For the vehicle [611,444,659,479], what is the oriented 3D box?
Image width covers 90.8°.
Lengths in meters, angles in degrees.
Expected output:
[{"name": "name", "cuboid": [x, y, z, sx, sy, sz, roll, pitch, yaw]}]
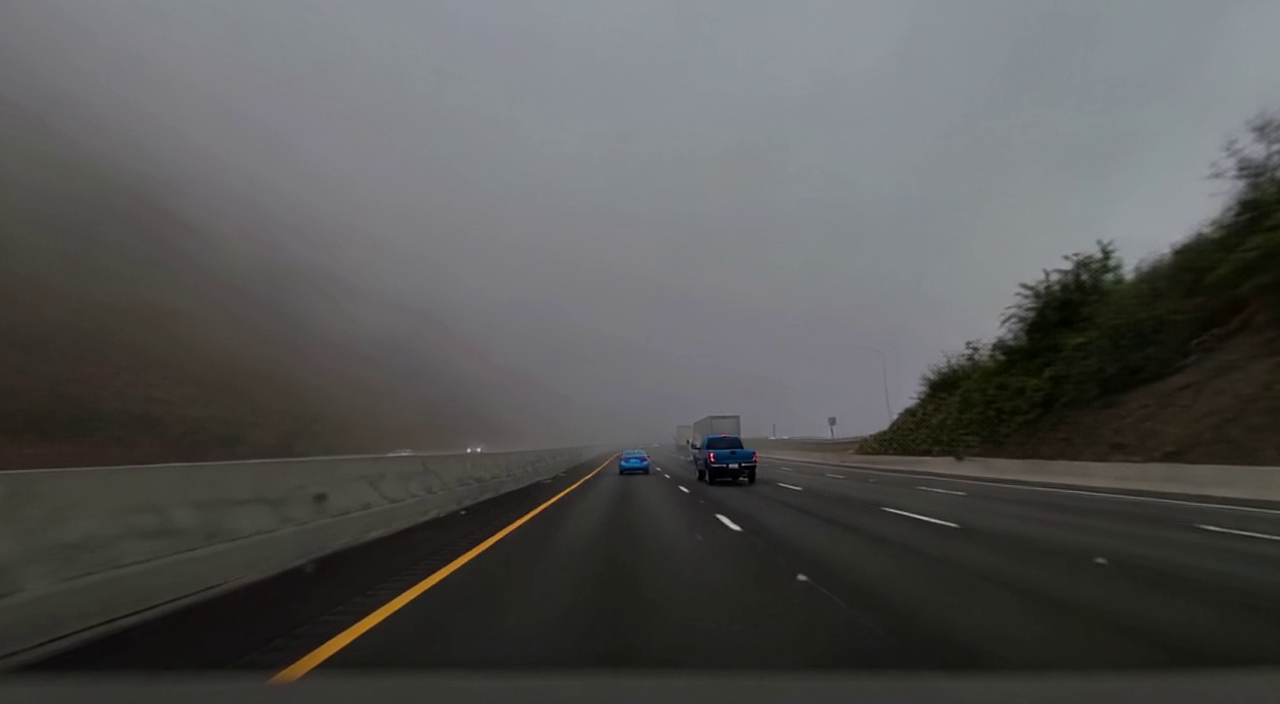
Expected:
[{"name": "vehicle", "cuboid": [-0.261, 5.093, 29.613, 2.083, 1.477, 3.965, 0, -9, -1]}]

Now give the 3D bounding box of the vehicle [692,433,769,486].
[{"name": "vehicle", "cuboid": [3.311, 4.041, 24.037, 2.098, 1.794, 4.561, 0, -9, -2]}]
